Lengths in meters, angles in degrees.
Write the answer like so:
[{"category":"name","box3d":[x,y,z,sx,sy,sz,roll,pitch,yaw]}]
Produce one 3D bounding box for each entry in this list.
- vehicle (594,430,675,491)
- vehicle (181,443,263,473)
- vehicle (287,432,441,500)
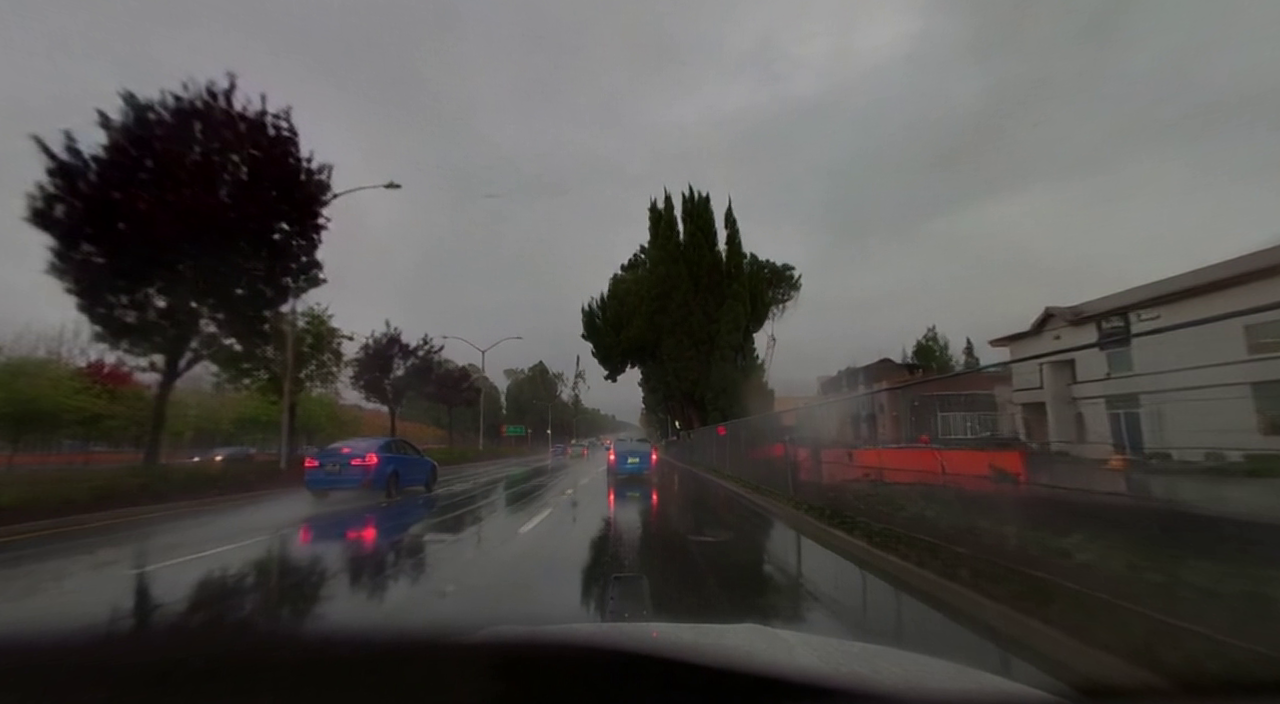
[{"category":"vehicle","box3d":[-0.193,3.291,19.488,2.227,1.654,4.091,0,-8,-1]},{"category":"vehicle","box3d":[-26.349,6.655,39.944,1.931,1.759,4.703,0,-8,0]},{"category":"vehicle","box3d":[-6.799,2.845,16.159,1.877,1.479,4.430,0,-8,1]}]
